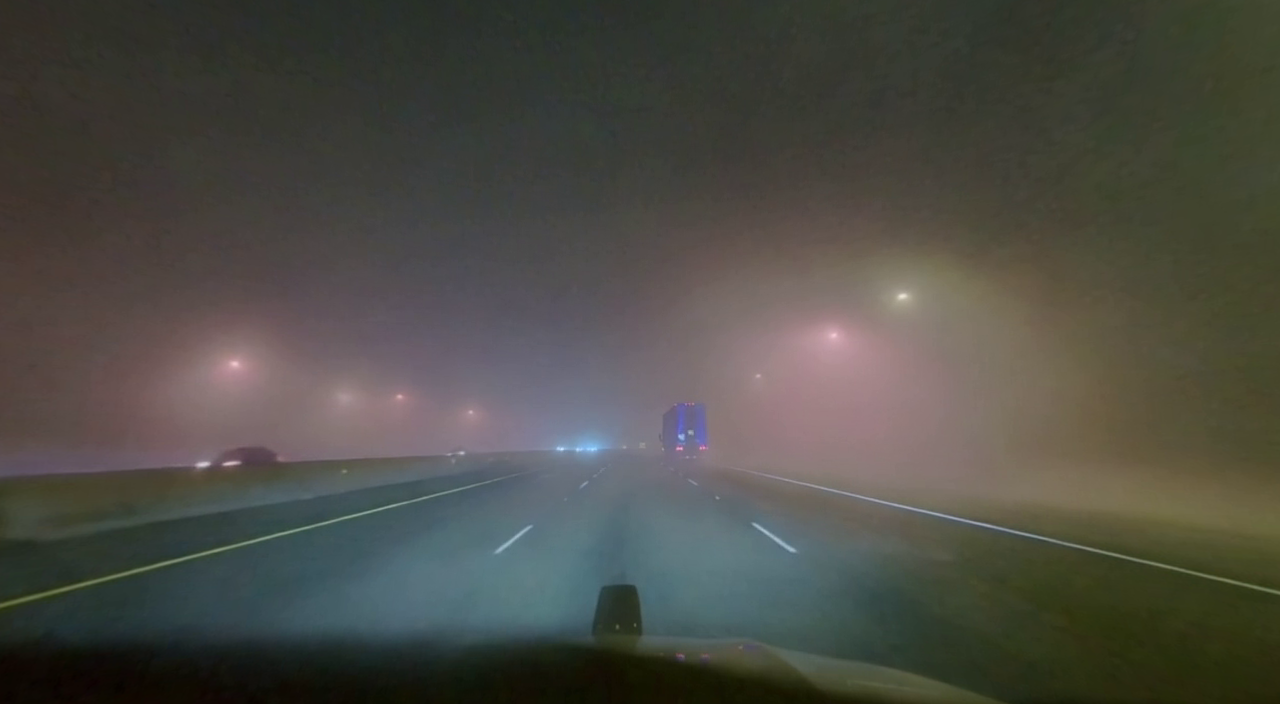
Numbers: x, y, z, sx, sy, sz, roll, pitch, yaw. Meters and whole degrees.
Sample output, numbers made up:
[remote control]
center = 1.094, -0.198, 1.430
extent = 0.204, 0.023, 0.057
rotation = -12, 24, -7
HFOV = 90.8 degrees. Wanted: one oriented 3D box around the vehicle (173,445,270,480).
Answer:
[vehicle]
center = -19.088, 5.036, 29.053
extent = 1.809, 1.498, 3.871
rotation = 0, -9, 0
